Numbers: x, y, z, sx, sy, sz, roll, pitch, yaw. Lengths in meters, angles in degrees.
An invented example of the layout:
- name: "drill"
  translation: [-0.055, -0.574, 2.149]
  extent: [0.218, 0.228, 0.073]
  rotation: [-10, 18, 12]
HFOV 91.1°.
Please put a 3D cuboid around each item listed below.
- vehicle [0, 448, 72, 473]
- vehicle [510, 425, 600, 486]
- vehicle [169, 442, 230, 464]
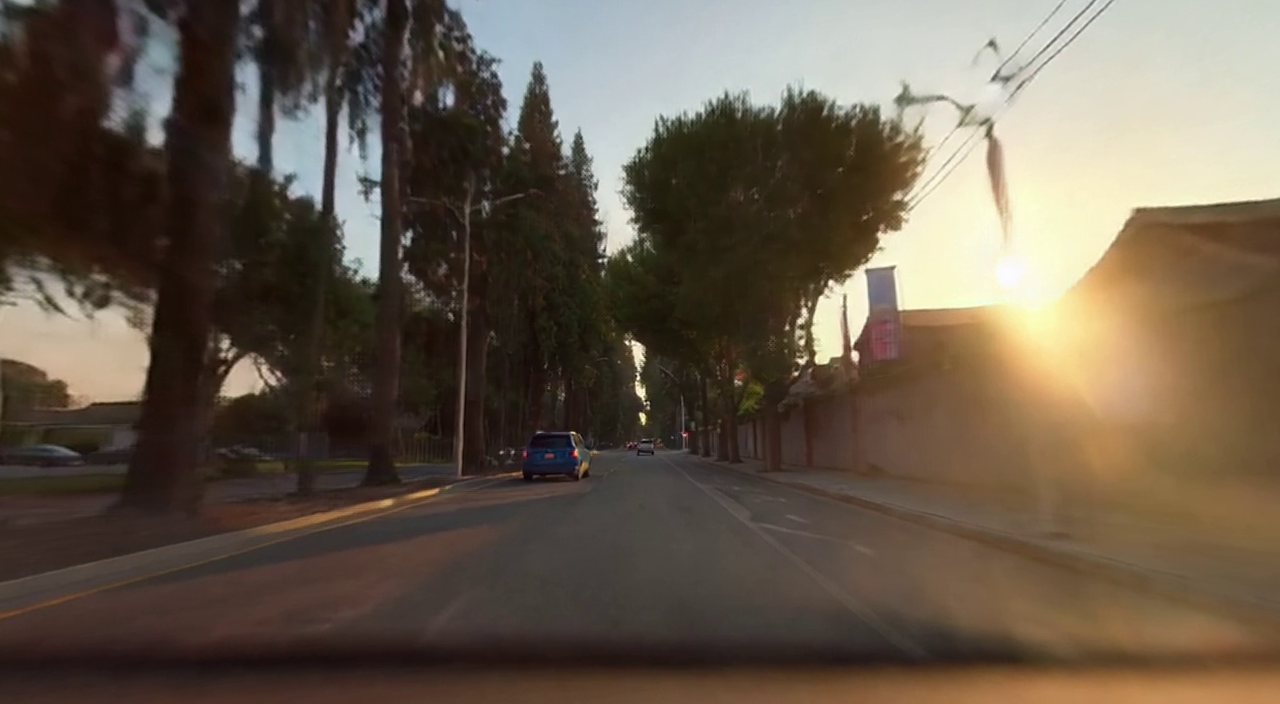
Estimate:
- name: "vehicle"
  translation: [-42.106, 7.368, 42.887]
  extent: [4.587, 1.638, 1.870]
  rotation: [1, -9, -4]
- name: "vehicle"
  translation: [-2.726, 3.486, 21.437]
  extent: [2.281, 1.837, 4.845]
  rotation: [0, -8, 2]
- name: "vehicle"
  translation: [-34.667, 7.933, 49.533]
  extent: [1.926, 1.637, 3.948]
  rotation: [1, -9, 0]
